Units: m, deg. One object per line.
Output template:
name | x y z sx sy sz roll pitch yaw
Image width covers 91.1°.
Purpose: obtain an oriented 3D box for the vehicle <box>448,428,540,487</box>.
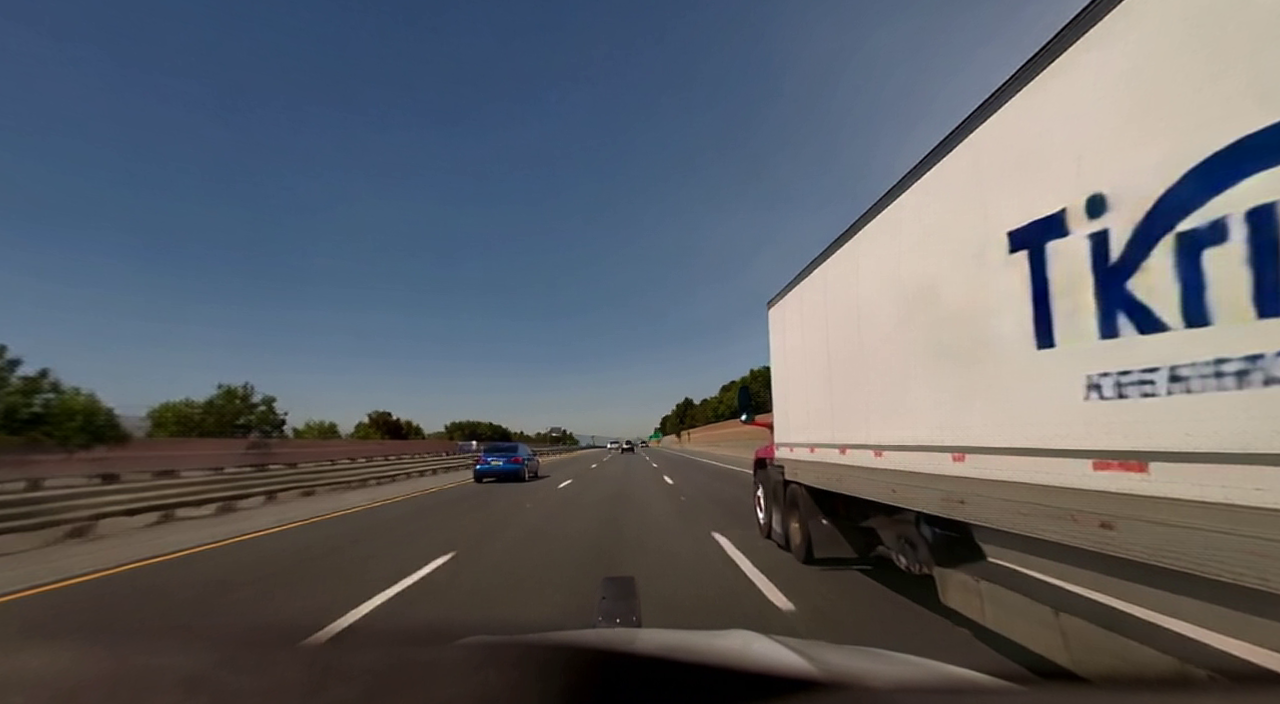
vehicle | -4.611 3.396 20.532 2.063 1.661 4.439 2 -8 -2
